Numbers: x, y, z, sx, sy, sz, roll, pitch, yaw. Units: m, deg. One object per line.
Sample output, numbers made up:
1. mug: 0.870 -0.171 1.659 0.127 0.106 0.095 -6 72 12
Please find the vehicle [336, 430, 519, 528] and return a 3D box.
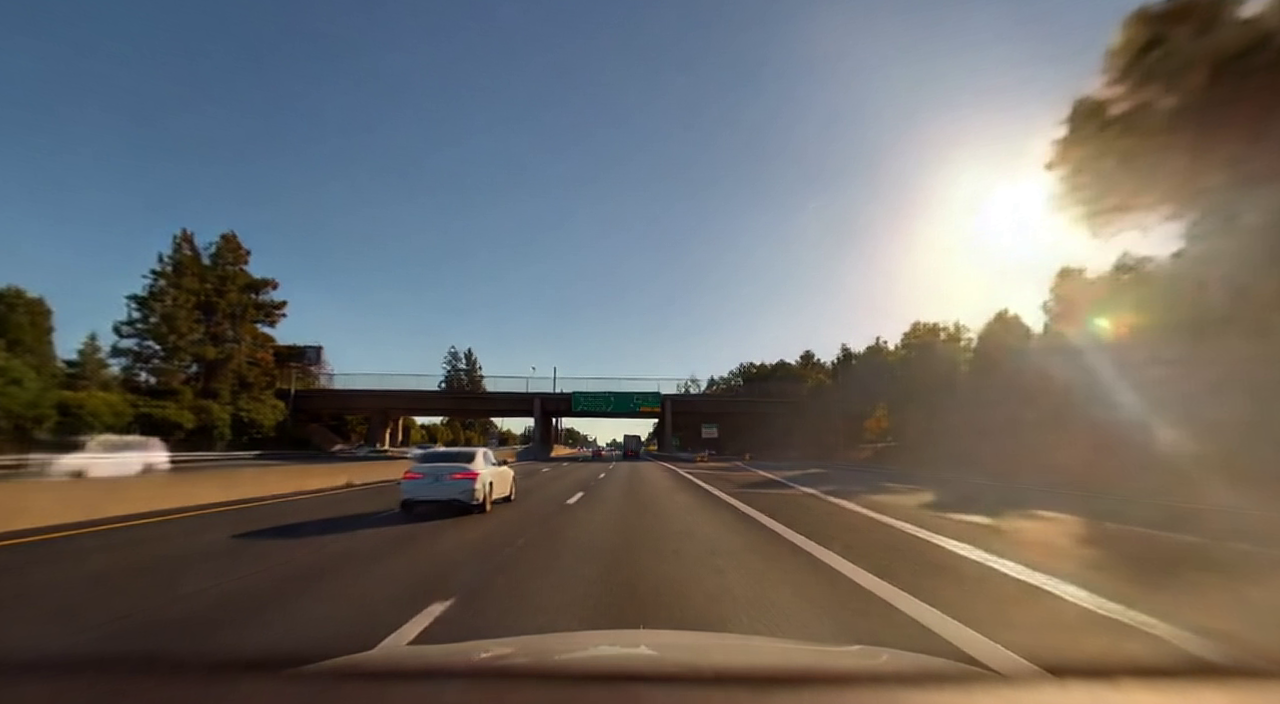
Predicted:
1. vehicle: -3.821 2.365 12.260 2.070 1.564 4.145 0 -9 1
